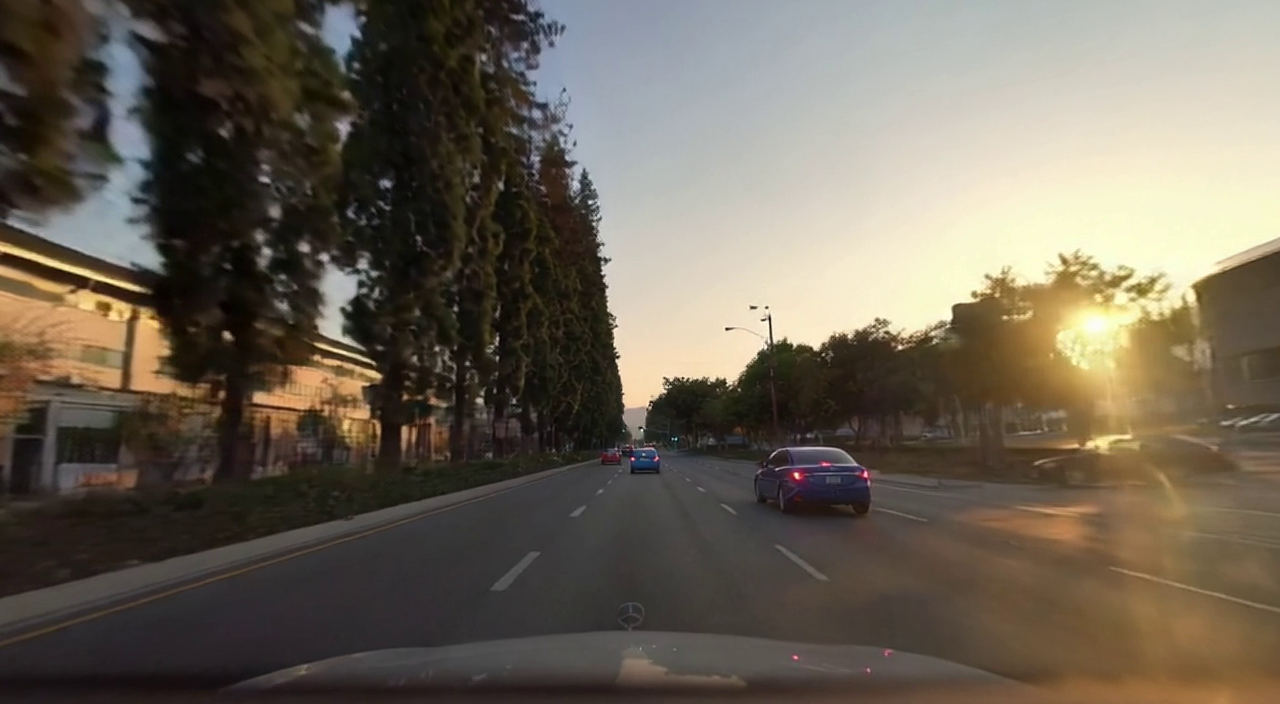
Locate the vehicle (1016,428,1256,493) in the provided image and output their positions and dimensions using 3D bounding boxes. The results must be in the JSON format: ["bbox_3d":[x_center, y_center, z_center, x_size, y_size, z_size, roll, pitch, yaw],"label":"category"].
[{"bbox_3d":[13.857,3.076,18.005,4.718,1.686,2.272,-2,-9,12],"label":"vehicle"}]

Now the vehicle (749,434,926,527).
[{"bbox_3d":[3.597,2.418,12.464,2.067,1.497,4.327,0,-9,0],"label":"vehicle"}]

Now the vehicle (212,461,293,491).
[{"bbox_3d":[-21.130,6.759,34.598,1.708,1.455,4.281,0,-9,0],"label":"vehicle"}]

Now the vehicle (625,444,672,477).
[{"bbox_3d":[0.400,5.286,30.933,2.144,1.505,4.128,0,-9,0],"label":"vehicle"}]
